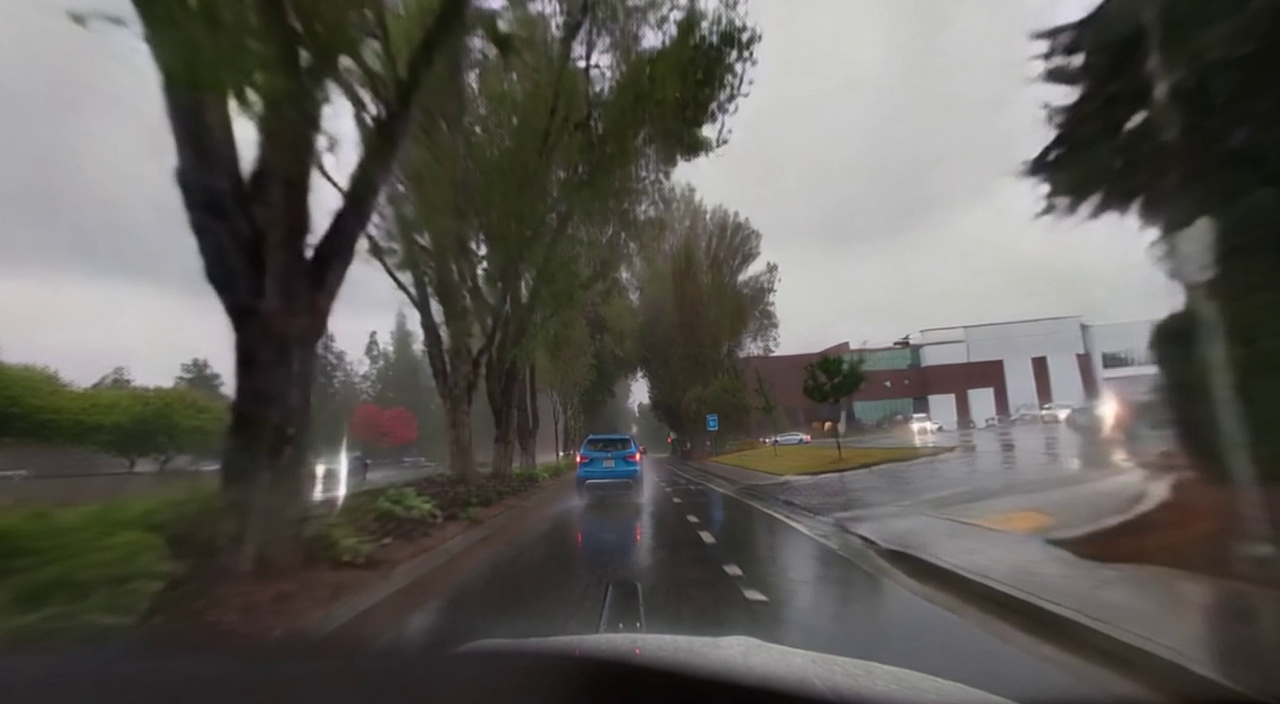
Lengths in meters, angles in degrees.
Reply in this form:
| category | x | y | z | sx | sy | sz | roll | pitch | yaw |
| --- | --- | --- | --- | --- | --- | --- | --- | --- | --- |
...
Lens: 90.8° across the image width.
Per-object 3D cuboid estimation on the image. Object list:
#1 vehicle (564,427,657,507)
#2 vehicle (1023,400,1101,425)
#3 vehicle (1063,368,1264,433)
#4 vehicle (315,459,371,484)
| category | x | y | z | sx | sy | sz | roll | pitch | yaw |
| --- | --- | --- | --- | --- | --- | --- | --- | --- | --- |
| vehicle | -0.722 | 2.960 | 16.639 | 2.131 | 1.761 | 4.242 | -1 | -9 | -1 |
| vehicle | 32.371 | 4.700 | 48.584 | 1.851 | 1.595 | 4.463 | 3 | -10 | -28 |
| vehicle | 13.286 | 1.284 | 16.206 | 3.652 | 1.481 | 1.632 | -1 | -8 | -1 |
| vehicle | -20.034 | 8.043 | 42.773 | 1.945 | 1.444 | 4.406 | 0 | -9 | -4 |
